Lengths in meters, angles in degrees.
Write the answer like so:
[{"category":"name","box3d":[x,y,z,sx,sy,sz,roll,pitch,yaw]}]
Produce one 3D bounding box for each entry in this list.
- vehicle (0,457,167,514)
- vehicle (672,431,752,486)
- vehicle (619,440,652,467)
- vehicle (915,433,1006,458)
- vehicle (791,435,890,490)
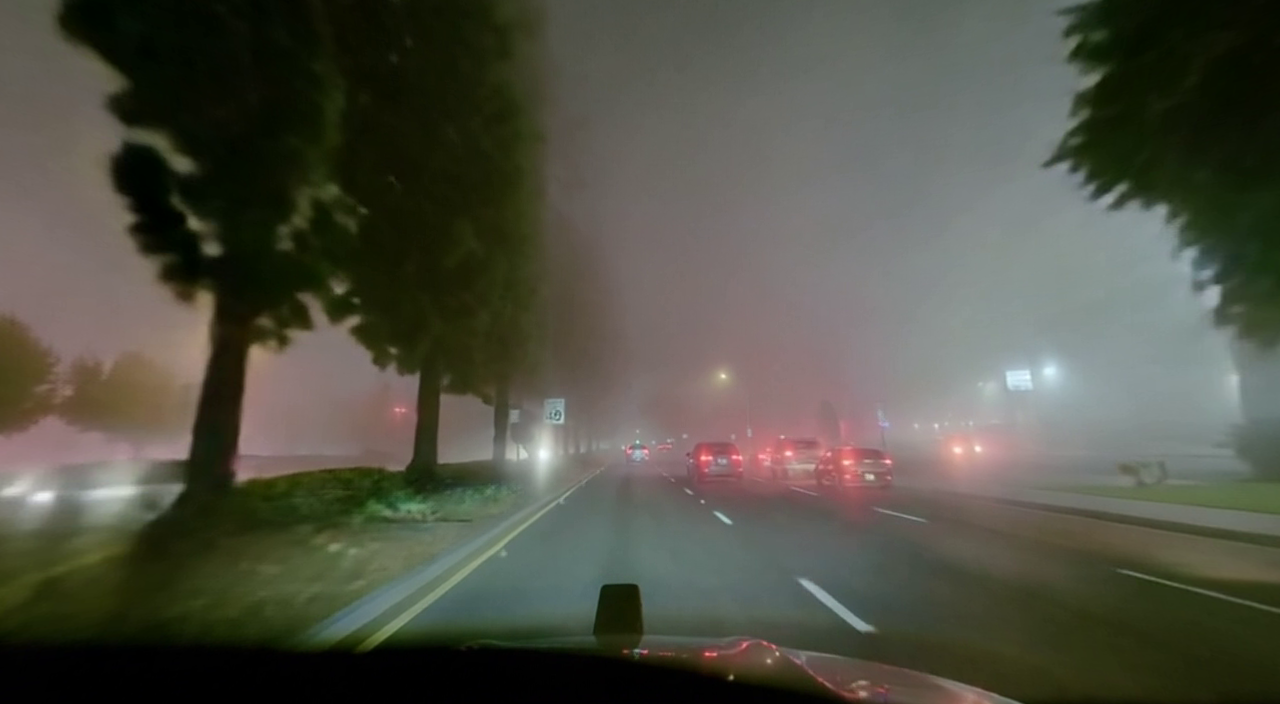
[{"category":"vehicle","box3d":[-18.280,4.226,20.526,2.129,1.531,4.696,0,-9,1]},{"category":"vehicle","box3d":[2.501,3.880,23.194,2.227,1.794,4.457,1,-9,-3]},{"category":"vehicle","box3d":[-0.281,6.793,42.414,2.132,1.693,3.819,0,-9,0]},{"category":"vehicle","box3d":[20.442,6.000,40.401,4.608,1.533,2.193,0,-9,-1]},{"category":"vehicle","box3d":[6.839,3.804,22.114,2.025,1.719,4.161,0,-9,-1]}]
